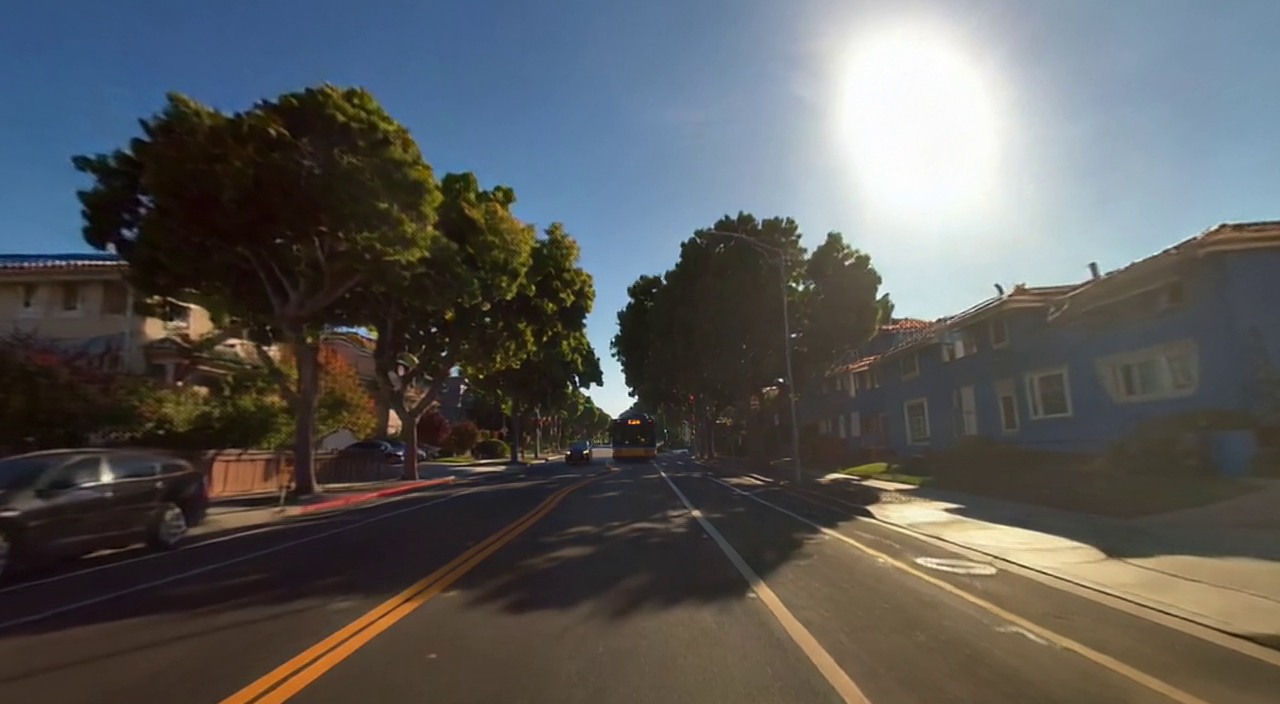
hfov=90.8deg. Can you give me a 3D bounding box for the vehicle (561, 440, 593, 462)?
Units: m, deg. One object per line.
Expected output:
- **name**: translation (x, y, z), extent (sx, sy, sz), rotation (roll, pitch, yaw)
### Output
- **vehicle**: translation (-4.479, 7.104, 45.450), extent (1.925, 1.489, 4.235), rotation (0, -8, -1)

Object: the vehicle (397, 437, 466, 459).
- **vehicle**: translation (-16.340, 7.518, 49.698), extent (4.778, 1.565, 1.919), rotation (-1, -5, 0)

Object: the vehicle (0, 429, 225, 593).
- **vehicle**: translation (-7.897, 2.029, 8.322), extent (1.898, 1.755, 4.603), rotation (-5, -9, -1)

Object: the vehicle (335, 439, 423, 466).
- **vehicle**: translation (-15.631, 6.035, 38.018), extent (4.481, 1.591, 1.807), rotation (0, -8, -1)

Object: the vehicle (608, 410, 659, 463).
- **vehicle**: translation (-0.311, 6.211, 46.294), extent (3.031, 3.200, 13.052), rotation (3, -8, 1)
